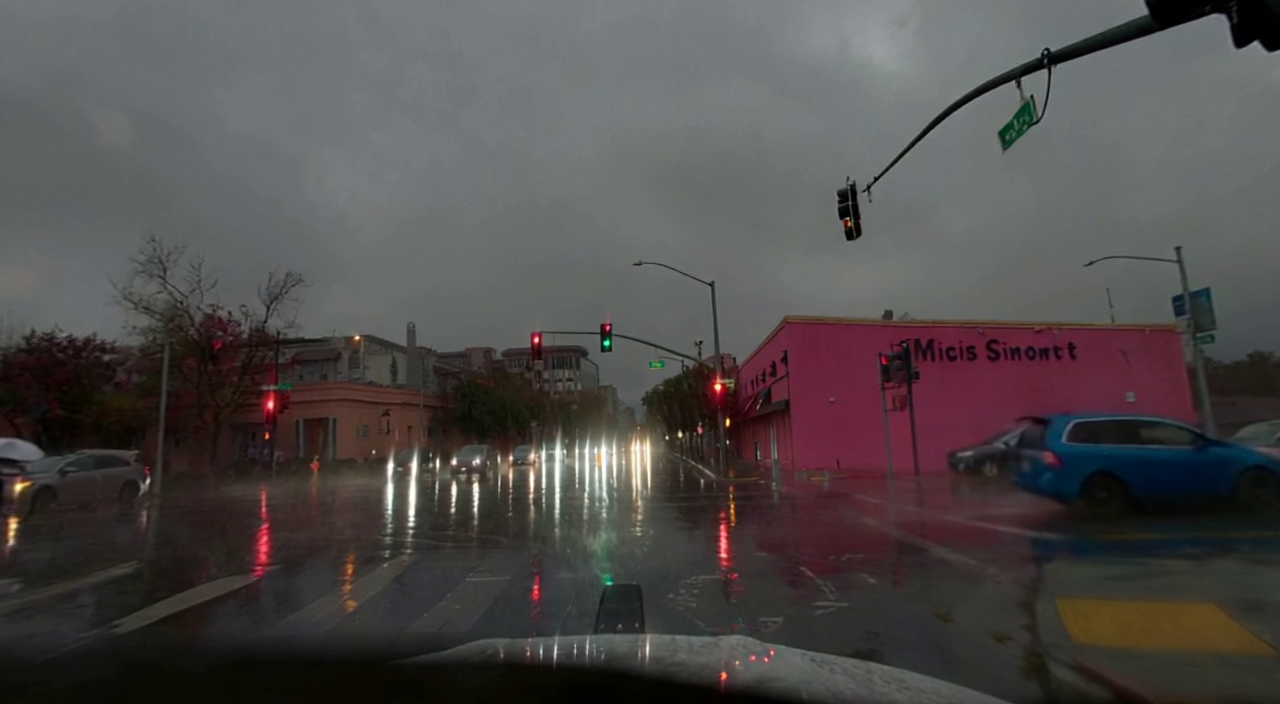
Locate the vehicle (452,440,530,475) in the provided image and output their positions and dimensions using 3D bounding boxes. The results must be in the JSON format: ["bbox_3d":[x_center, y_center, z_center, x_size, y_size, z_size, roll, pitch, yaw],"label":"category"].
[{"bbox_3d":[-8.377,5.978,36.046,2.152,1.825,5.406,-2,-9,12],"label":"vehicle"}]

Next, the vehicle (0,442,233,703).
[{"bbox_3d":[-3.705,0.973,2.158,1.759,1.325,4.295,0,-9,0],"label":"vehicle"}]

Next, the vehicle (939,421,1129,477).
[{"bbox_3d":[11.583,2.888,18.793,4.355,1.546,1.820,-1,-9,6],"label":"vehicle"}]

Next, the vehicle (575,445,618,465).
[{"bbox_3d":[-2.992,7.188,44.137,1.743,1.362,4.350,-2,-9,14],"label":"vehicle"}]

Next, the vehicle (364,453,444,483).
[{"bbox_3d":[-12.567,6.172,33.866,1.976,1.425,4.567,-1,-9,9],"label":"vehicle"}]

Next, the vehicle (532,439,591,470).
[{"bbox_3d":[-4.483,5.979,36.859,1.928,1.647,4.575,-2,-9,13],"label":"vehicle"}]
